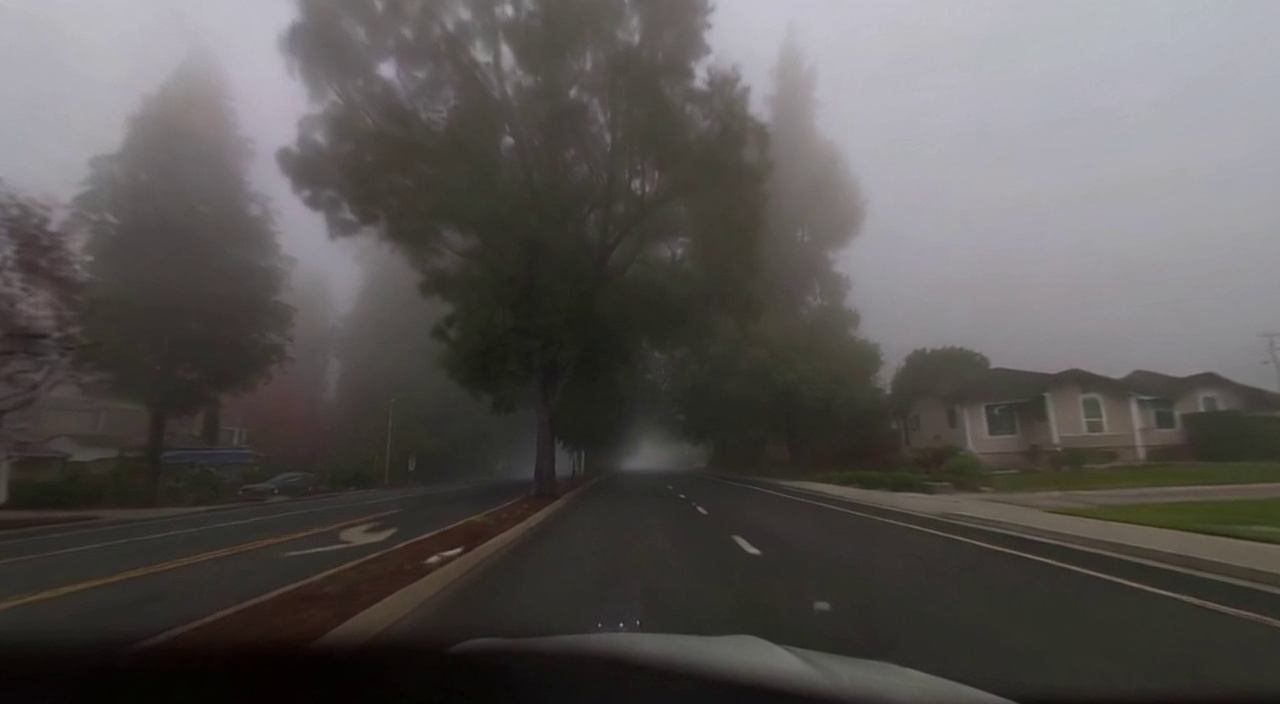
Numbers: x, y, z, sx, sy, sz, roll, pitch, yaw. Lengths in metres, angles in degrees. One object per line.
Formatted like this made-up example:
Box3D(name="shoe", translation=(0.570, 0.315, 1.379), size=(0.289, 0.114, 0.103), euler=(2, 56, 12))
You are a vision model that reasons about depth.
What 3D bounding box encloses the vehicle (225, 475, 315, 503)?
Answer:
Box3D(name="vehicle", translation=(-26.390, 9.782, 45.168), size=(5.040, 1.748, 2.186), euler=(-1, -9, -1))
